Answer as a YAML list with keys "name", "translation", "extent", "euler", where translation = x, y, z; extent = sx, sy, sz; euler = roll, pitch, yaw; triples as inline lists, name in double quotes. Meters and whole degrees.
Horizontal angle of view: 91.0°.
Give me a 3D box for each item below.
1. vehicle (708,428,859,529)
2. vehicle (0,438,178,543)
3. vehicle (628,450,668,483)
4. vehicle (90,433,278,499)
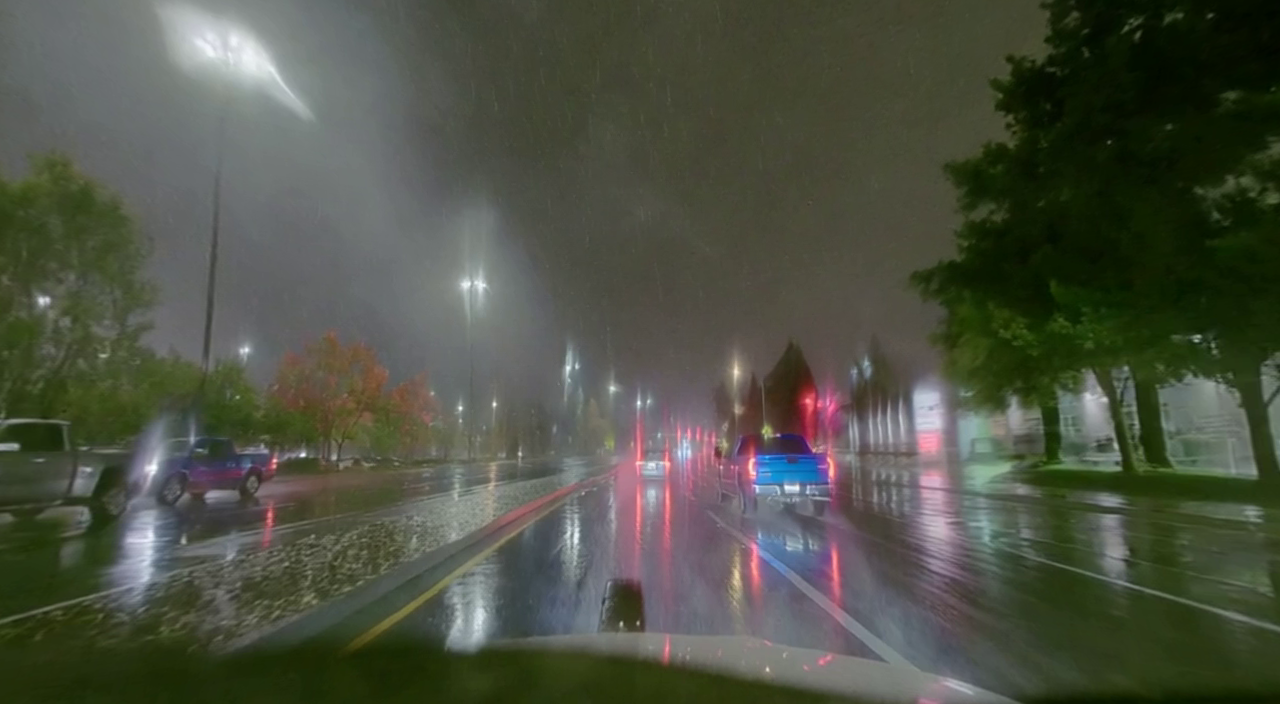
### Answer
- name: "vehicle"
  translation: [3.083, 2.891, 15.094]
  extent: [2.367, 1.919, 5.651]
  euler: [0, -9, 1]
- name: "vehicle"
  translation: [-10.451, 2.225, 10.512]
  extent: [1.991, 1.537, 4.605]
  euler: [1, -9, -1]
- name: "vehicle"
  translation: [0.452, 5.912, 32.806]
  extent: [1.968, 1.521, 4.262]
  euler: [0, -9, 2]
- name: "vehicle"
  translation: [-14.401, 3.617, 20.404]
  extent: [2.154, 1.806, 5.096]
  euler: [0, -9, 1]
